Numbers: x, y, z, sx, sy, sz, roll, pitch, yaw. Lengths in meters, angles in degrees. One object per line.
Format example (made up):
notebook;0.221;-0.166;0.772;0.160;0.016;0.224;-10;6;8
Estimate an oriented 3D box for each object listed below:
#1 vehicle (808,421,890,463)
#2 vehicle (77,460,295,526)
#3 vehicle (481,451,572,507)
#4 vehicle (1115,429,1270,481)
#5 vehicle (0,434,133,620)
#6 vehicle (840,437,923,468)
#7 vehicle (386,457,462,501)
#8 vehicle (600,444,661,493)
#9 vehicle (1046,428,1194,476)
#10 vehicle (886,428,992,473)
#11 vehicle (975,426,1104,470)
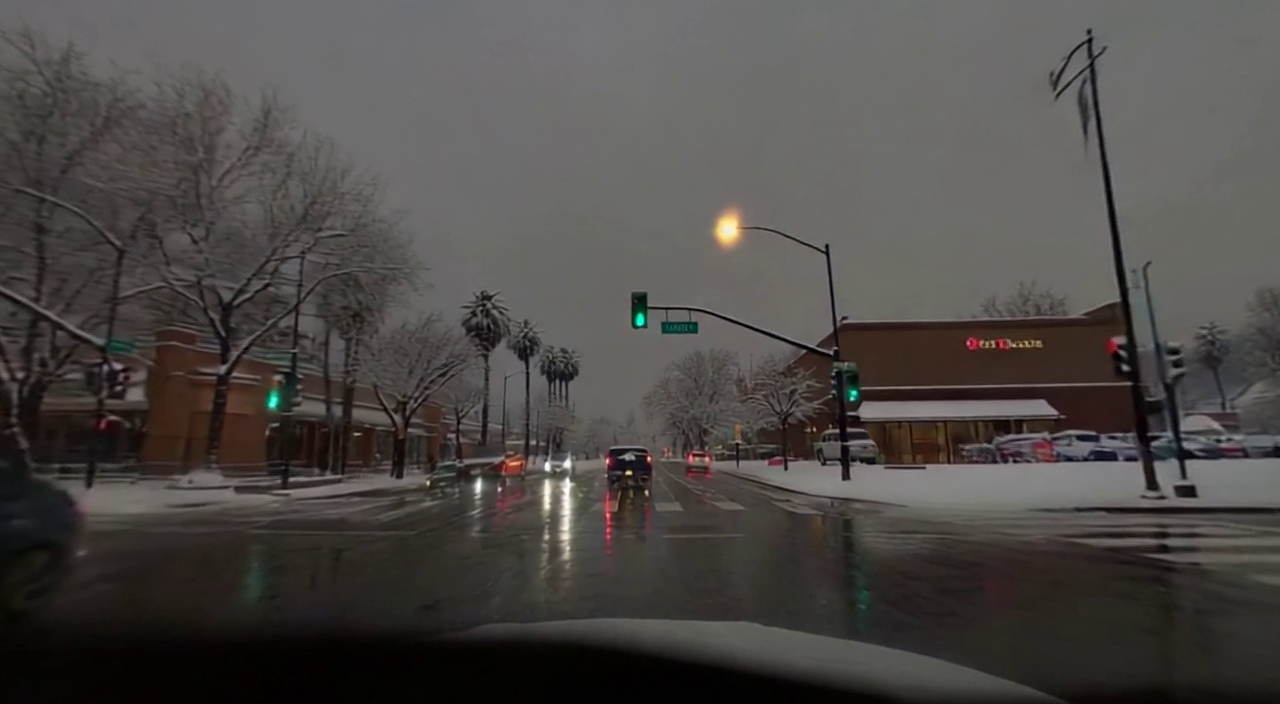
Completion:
vehicle;11.632;5.176;35.670;2.652;2.045;5.359;-3;-10;-1
vehicle;-12.335;3.770;17.444;2.002;1.470;4.388;-8;-12;38
vehicle;-3.333;3.821;19.409;1.921;1.491;4.332;-1;-9;1
vehicle;19.488;3.610;22.546;1.865;1.473;3.989;0;-4;-3
vehicle;-6.273;1.278;4.138;2.032;1.508;4.661;0;-9;0
vehicle;11.641;4.942;30.811;2.598;1.299;3.611;-1;-11;0
vehicle;-9.163;5.381;27.081;1.866;1.541;3.953;-4;-9;-1
vehicle;-0.395;4.732;26.003;2.264;1.798;4.531;0;-9;-1
vehicle;16.910;3.537;22.599;1.850;1.509;4.297;0;-8;-1
vehicle;11.689;3.995;25.137;1.899;1.550;4.531;-1;-11;-1
vehicle;14.390;3.544;23.123;1.797;1.443;4.451;0;-10;0
